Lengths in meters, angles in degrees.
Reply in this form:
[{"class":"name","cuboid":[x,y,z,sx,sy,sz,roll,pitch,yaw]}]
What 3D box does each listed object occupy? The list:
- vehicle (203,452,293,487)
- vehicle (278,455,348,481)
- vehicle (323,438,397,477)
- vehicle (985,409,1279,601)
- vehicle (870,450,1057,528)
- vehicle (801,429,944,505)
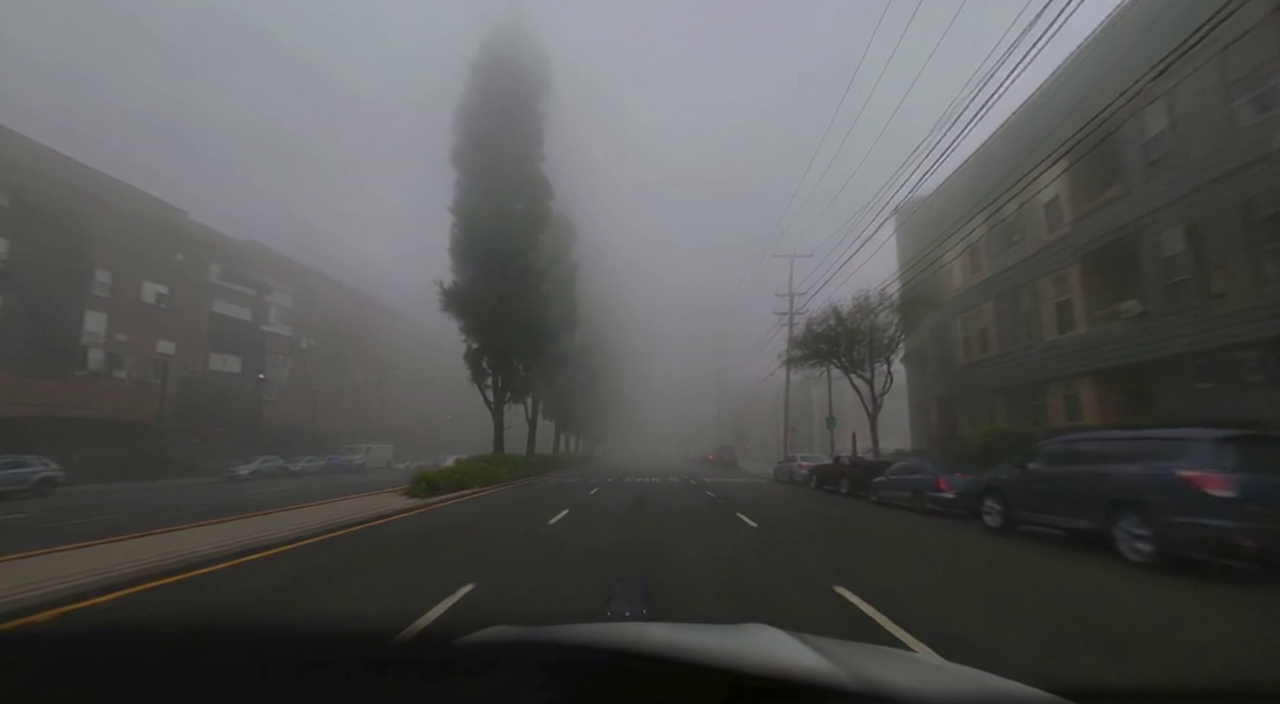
[{"class":"vehicle","cuboid":[-22.258,6.658,36.044,2.116,1.813,4.674,0,-8,0]},{"class":"vehicle","cuboid":[-21.954,7.788,42.561,2.004,1.586,4.962,0,-8,0]},{"class":"vehicle","cuboid":[-21.984,8.301,49.967,2.397,2.865,7.296,0,-8,1]},{"class":"vehicle","cuboid":[6.919,1.807,8.402,1.998,1.819,4.621,0,-8,0]},{"class":"vehicle","cuboid":[6.821,2.885,13.910,1.896,1.399,4.196,0,-8,0]},{"class":"vehicle","cuboid":[7.106,3.572,20.217,2.197,2.019,6.225,0,-8,0]}]
